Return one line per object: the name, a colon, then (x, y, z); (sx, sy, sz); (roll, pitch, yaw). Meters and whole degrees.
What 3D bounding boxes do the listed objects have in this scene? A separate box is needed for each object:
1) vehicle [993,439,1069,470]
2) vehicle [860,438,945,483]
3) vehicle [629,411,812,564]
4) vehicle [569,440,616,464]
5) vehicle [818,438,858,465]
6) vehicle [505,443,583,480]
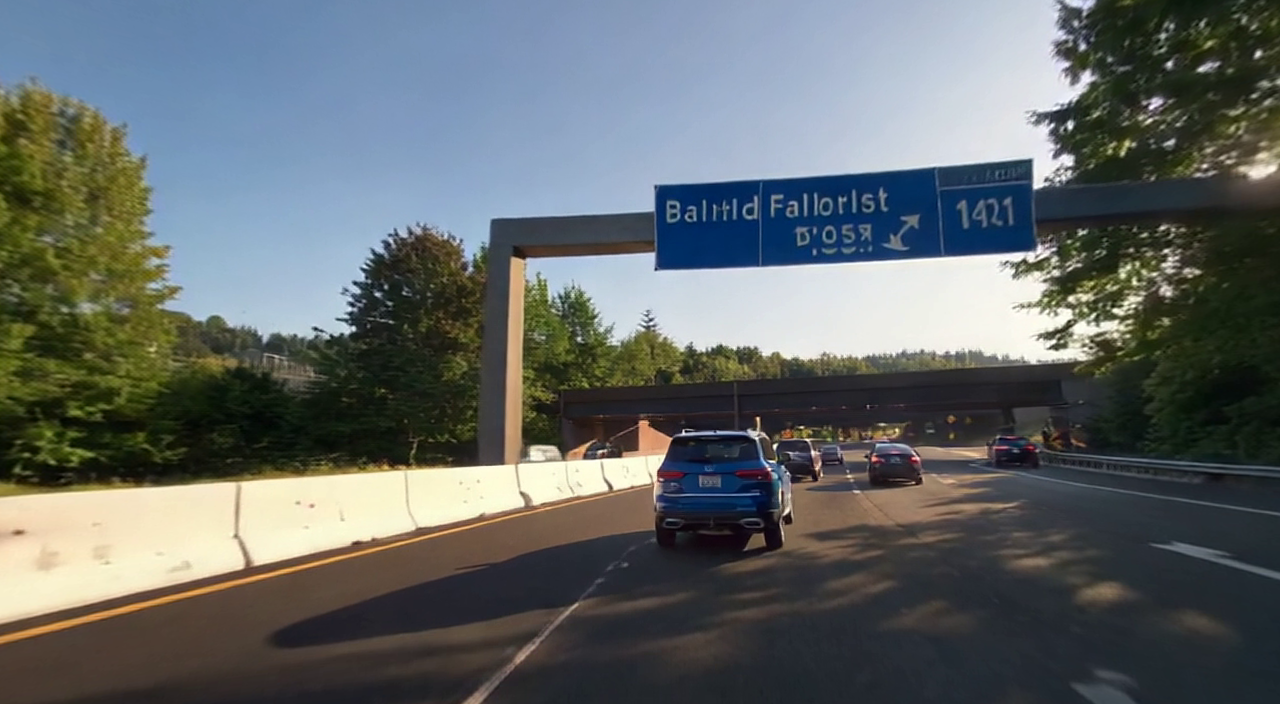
vehicle: (19.950, 5.223, 32.335); (1.990, 1.478, 4.475); (-2, -9, 15)
vehicle: (9.381, 3.894, 22.918); (1.962, 1.442, 4.536); (-2, -8, 11)
vehicle: (1.393, 1.789, 9.075); (2.021, 1.635, 4.085); (-2, -9, 15)
vehicle: (-3.531, 7.652, 48.282); (1.989, 1.703, 4.959); (-3, -9, 16)
vehicle: (12.537, 6.308, 40.140); (1.857, 1.584, 3.976); (-1, -8, 9)
vehicle: (-4.359, 5.035, 29.391); (1.917, 1.566, 4.370); (-2, -9, 16)
